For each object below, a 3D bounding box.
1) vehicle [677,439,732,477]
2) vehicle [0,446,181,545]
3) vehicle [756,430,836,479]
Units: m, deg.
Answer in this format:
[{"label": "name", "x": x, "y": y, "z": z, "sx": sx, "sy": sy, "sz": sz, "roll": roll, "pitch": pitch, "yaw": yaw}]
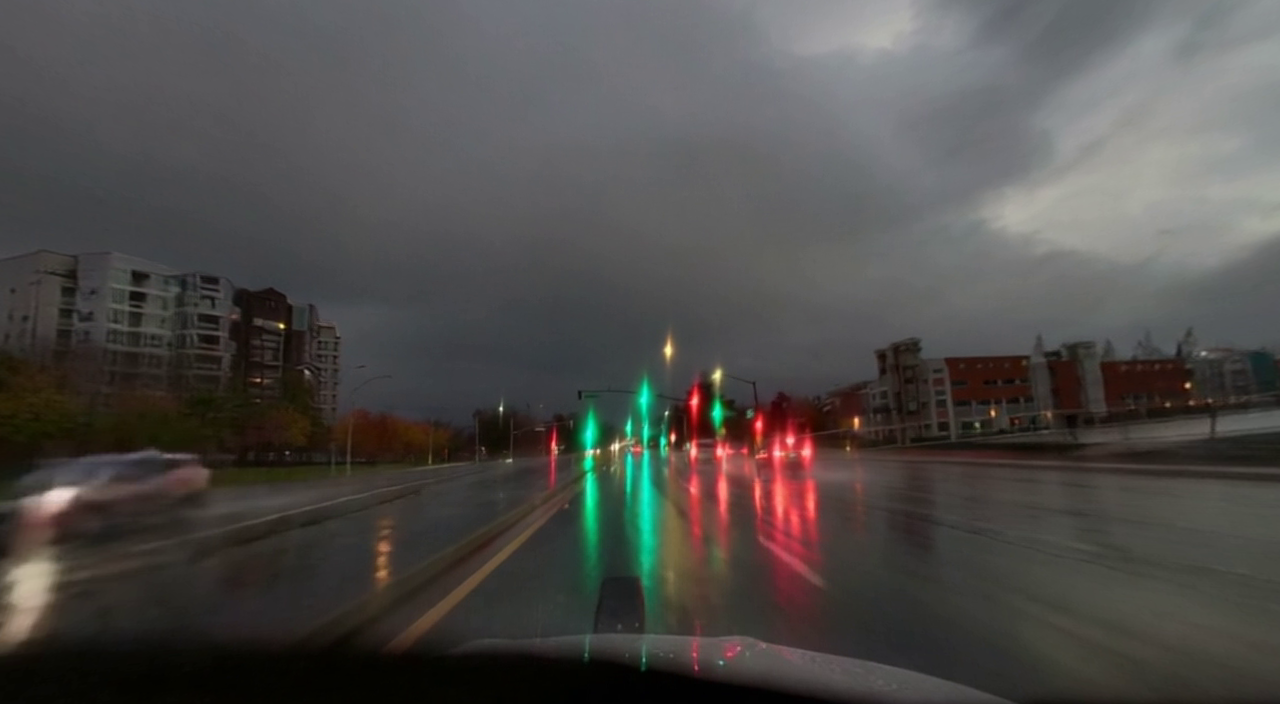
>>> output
[{"label": "vehicle", "x": 2.858, "y": 4.792, "z": 28.798, "sx": 1.917, "sy": 1.538, "sz": 4.259, "roll": 0, "pitch": -8, "yaw": -2}, {"label": "vehicle", "x": -11.096, "y": 2.541, "z": 11.639, "sx": 1.802, "sy": 1.560, "sz": 4.476, "roll": -1, "pitch": -8, "yaw": 2}, {"label": "vehicle", "x": 6.242, "y": 4.172, "z": 25.904, "sx": 1.946, "sy": 1.773, "sz": 4.641, "roll": 0, "pitch": -8, "yaw": -2}]
